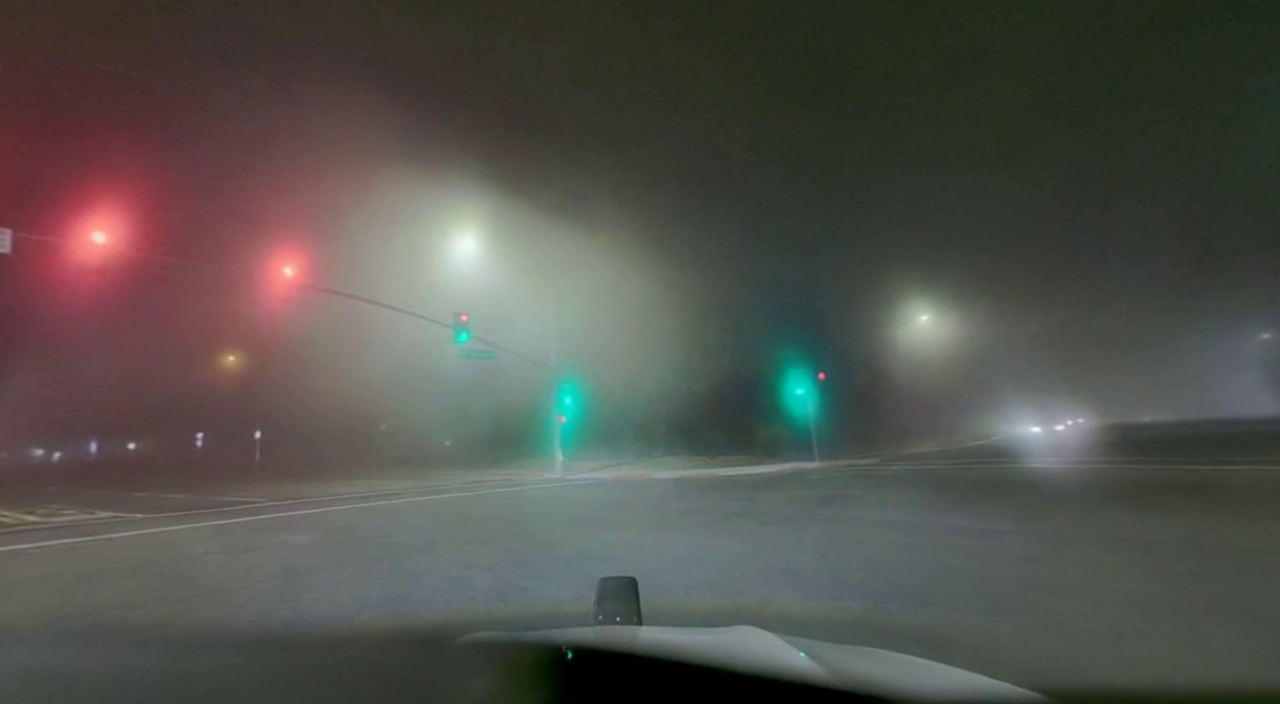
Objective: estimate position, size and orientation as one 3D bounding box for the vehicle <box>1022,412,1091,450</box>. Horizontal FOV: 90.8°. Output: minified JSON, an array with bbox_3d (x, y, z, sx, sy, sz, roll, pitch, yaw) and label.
[{"bbox_3d":[19.001,3.636,28.705,1.997,1.577,4.719,-7,-10,39],"label":"vehicle"}]
